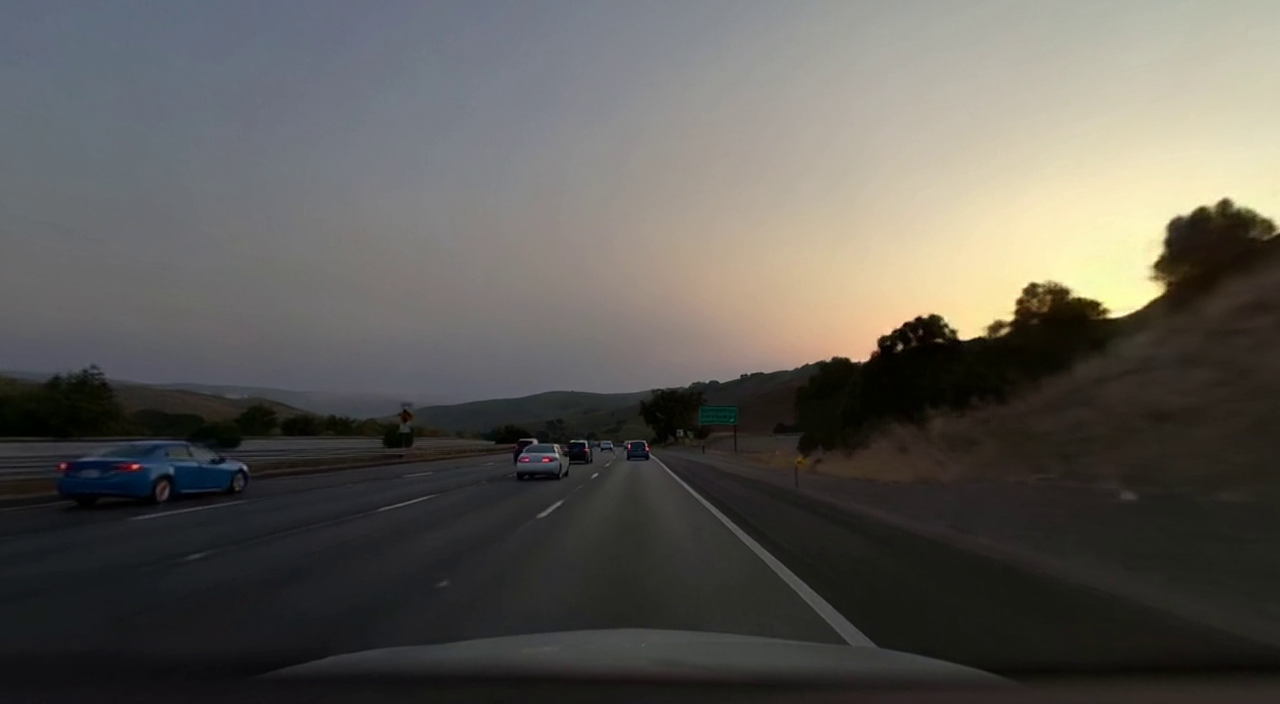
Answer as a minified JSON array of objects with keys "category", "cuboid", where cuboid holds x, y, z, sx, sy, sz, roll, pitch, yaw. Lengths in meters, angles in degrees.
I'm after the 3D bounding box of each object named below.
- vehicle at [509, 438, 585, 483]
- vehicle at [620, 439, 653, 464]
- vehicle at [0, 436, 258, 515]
[{"category":"vehicle","cuboid":[-3.391,4.071,23.953,2.080,1.505,4.649,-1,-8,1]},{"category":"vehicle","cuboid":[-0.242,6.905,43.980,2.138,1.674,4.044,0,-8,0]},{"category":"vehicle","cuboid":[-11.337,2.711,14.513,1.945,1.466,4.947,0,-8,1]}]
